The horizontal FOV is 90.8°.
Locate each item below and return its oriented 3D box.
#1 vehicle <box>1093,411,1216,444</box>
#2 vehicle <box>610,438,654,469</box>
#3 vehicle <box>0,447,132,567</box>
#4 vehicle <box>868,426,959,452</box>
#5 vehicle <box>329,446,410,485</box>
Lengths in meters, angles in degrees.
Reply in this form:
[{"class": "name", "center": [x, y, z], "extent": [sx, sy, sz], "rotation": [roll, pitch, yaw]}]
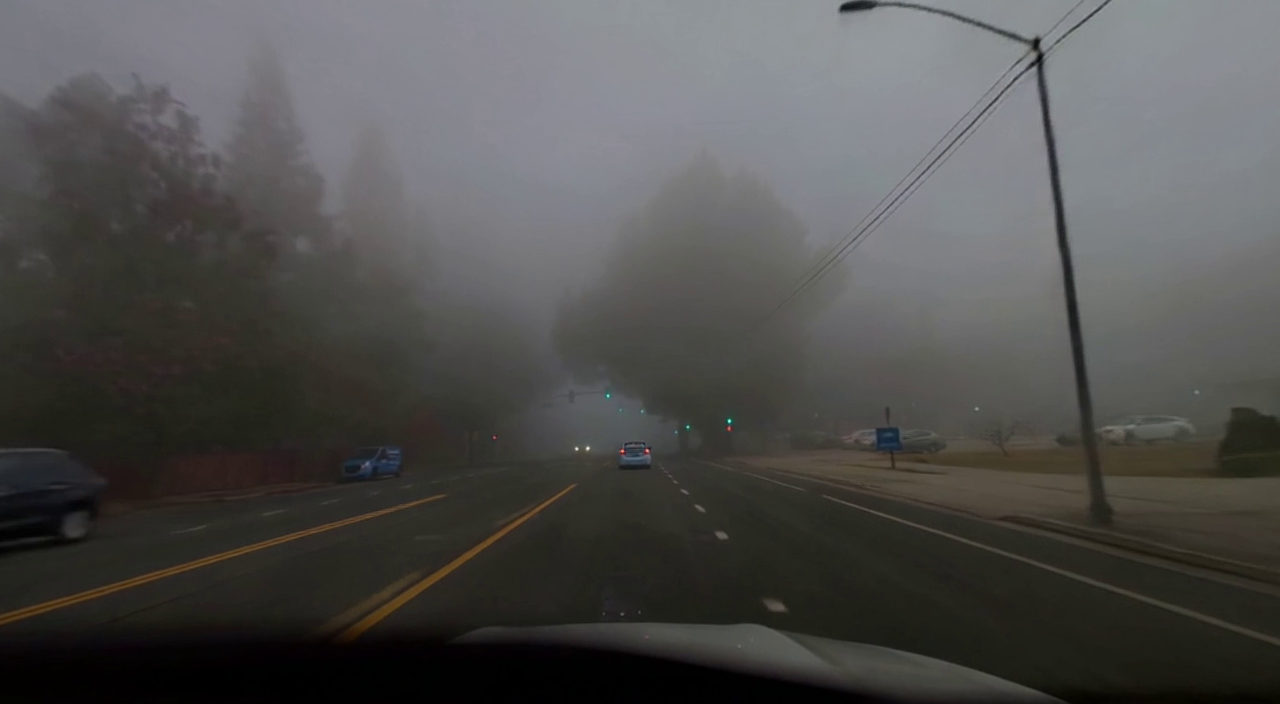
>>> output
[{"class": "vehicle", "center": [27.490, 4.072, 33.857], "extent": [4.736, 1.646, 2.037], "rotation": [0, -9, 0]}, {"class": "vehicle", "center": [-0.420, 5.214, 32.638], "extent": [2.104, 1.462, 3.991], "rotation": [0, -9, -1]}, {"class": "vehicle", "center": [-9.785, 2.151, 8.765], "extent": [1.945, 1.629, 4.197], "rotation": [0, -9, 0]}, {"class": "vehicle", "center": [16.638, 5.341, 38.587], "extent": [4.658, 1.495, 1.978], "rotation": [0, -9, -2]}, {"class": "vehicle", "center": [-13.078, 5.488, 30.899], "extent": [1.957, 1.754, 4.393], "rotation": [0, -9, 1]}]
